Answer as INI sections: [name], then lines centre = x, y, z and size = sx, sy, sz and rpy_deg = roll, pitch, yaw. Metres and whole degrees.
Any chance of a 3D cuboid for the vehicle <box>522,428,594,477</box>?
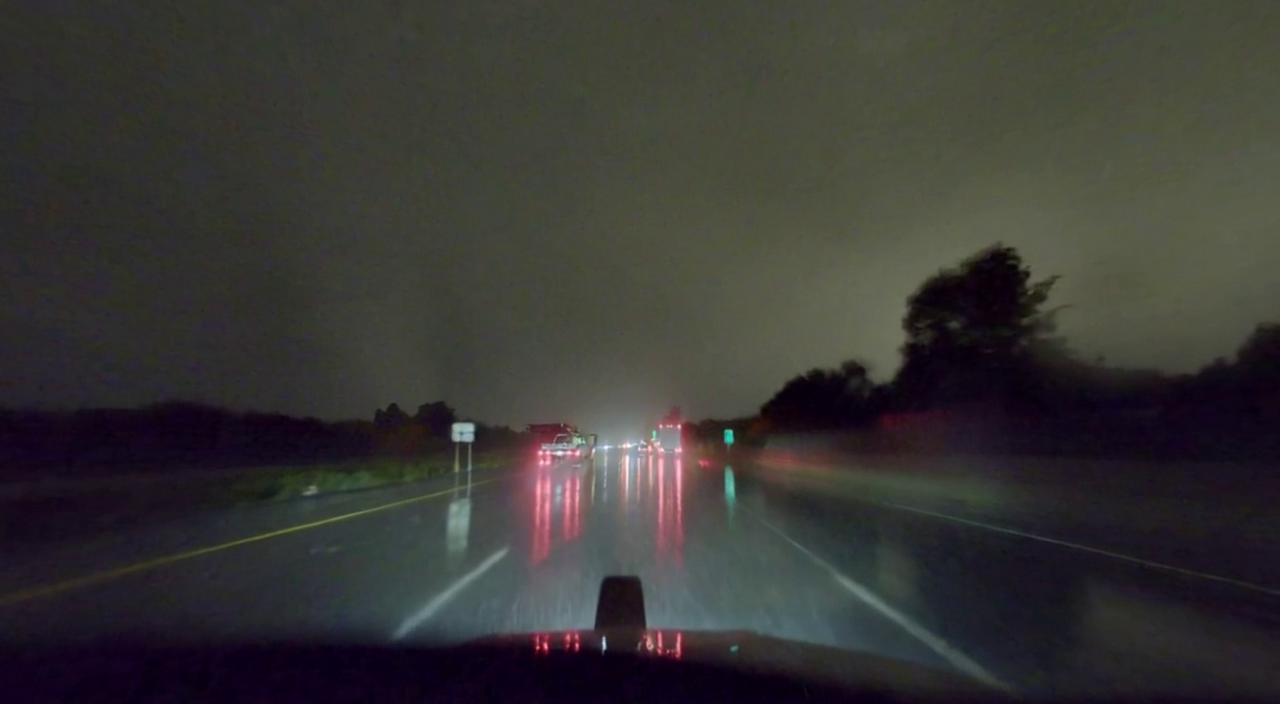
[vehicle]
centre = -3.495, 4.451, 28.054
size = 2.379, 1.918, 5.504
rpy_deg = 0, -8, 1
